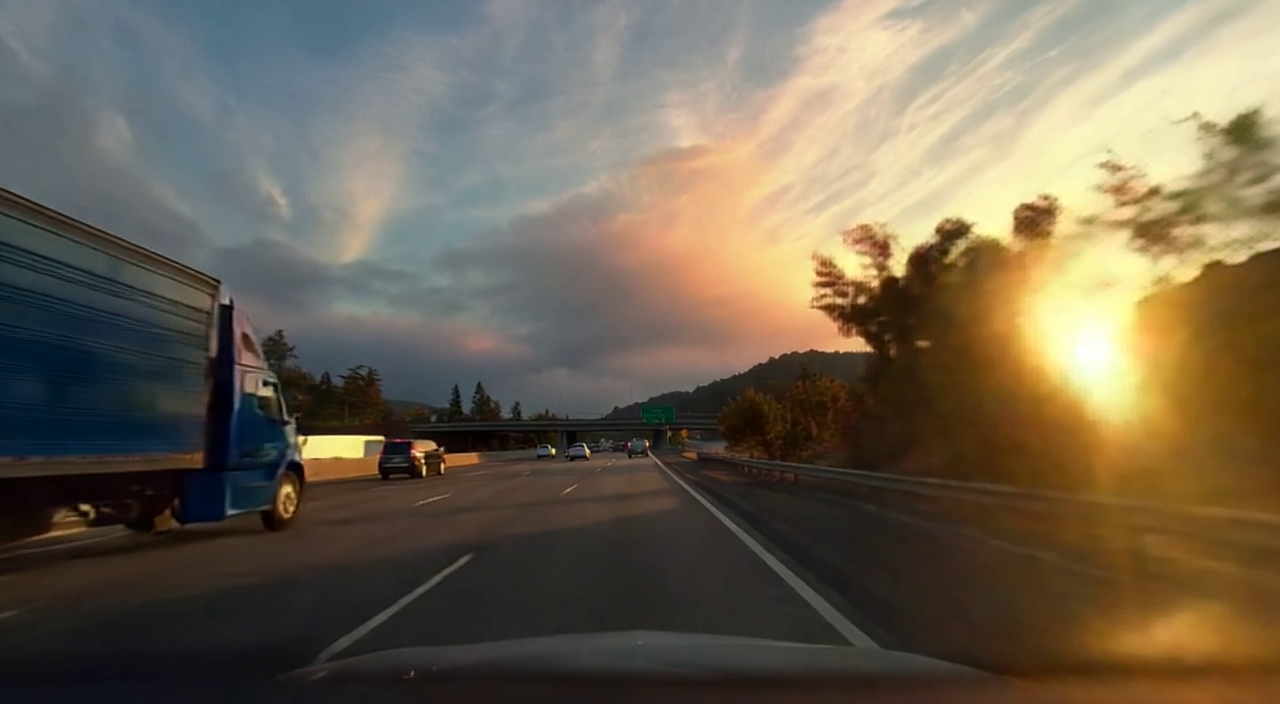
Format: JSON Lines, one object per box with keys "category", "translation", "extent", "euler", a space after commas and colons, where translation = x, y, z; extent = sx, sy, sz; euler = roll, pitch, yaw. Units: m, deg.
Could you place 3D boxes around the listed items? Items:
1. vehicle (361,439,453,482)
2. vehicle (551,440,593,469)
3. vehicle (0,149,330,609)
{"category": "vehicle", "translation": [-10.478, 4.911, 28.897], "extent": [2.146, 1.764, 5.510], "euler": [0, -9, 0]}
{"category": "vehicle", "translation": [-4.138, 6.290, 38.866], "extent": [2.094, 1.695, 4.260], "euler": [0, -9, 0]}
{"category": "vehicle", "translation": [-7.089, 0.282, 5.675], "extent": [3.303, 3.868, 10.298], "euler": [0, -9, 0]}
